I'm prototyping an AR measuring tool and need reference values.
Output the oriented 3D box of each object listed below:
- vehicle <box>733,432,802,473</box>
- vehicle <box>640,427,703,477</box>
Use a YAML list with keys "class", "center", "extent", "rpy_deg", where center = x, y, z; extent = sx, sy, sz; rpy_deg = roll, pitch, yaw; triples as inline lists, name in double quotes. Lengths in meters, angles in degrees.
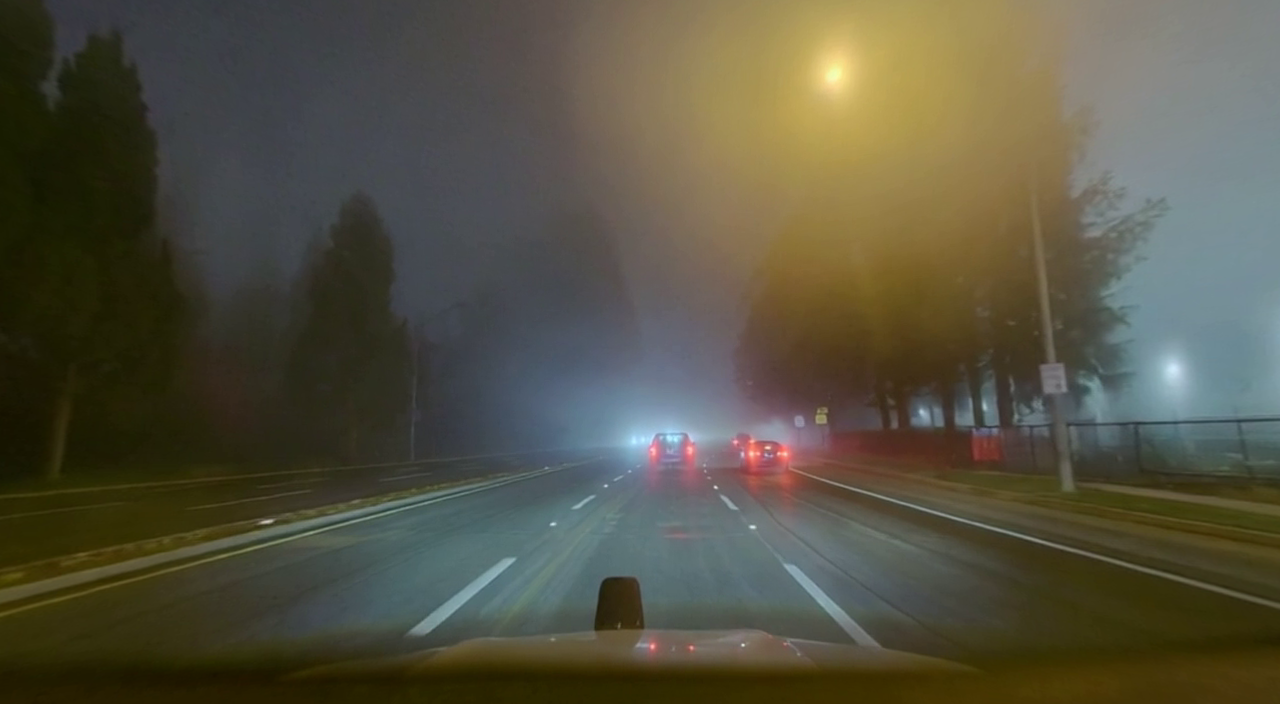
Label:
- class: "vehicle"
  center: [4.963, 3.984, 25.209]
  extent: [2.147, 1.474, 4.083]
  rpy_deg: [-1, -8, 4]
- class: "vehicle"
  center: [1.258, 3.711, 23.547]
  extent: [2.105, 1.676, 4.541]
  rpy_deg: [-1, -8, 5]
